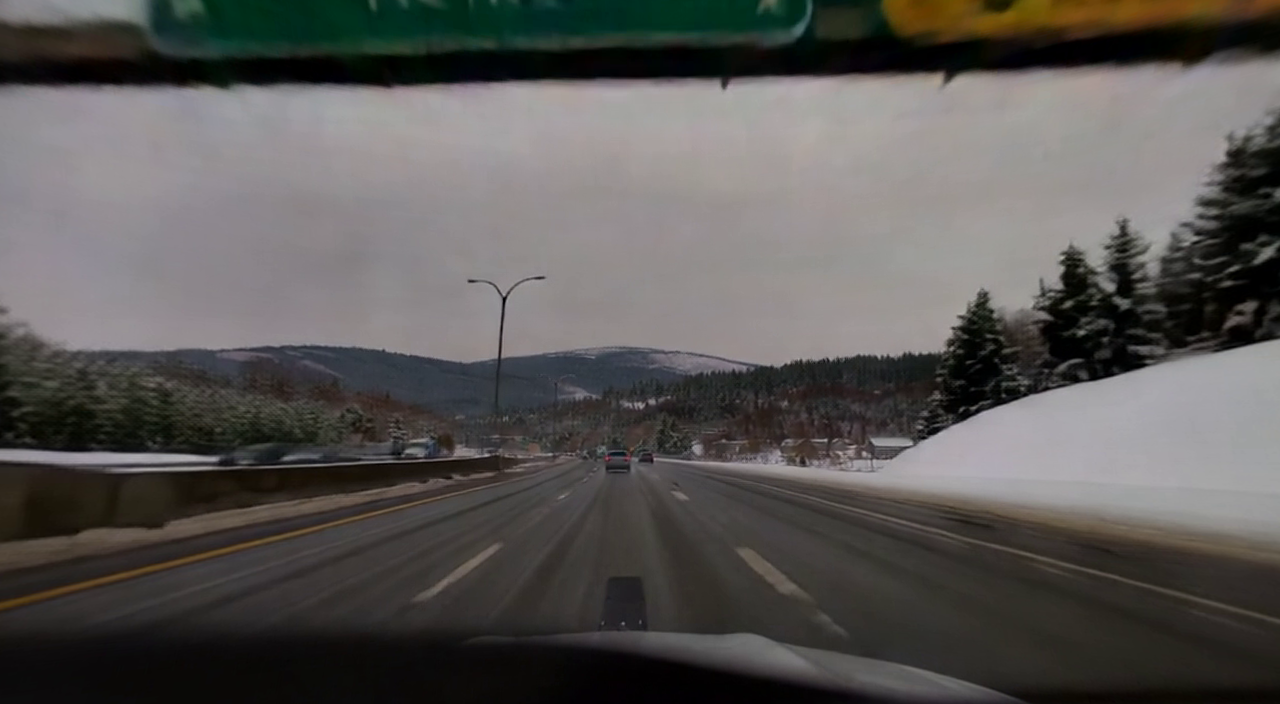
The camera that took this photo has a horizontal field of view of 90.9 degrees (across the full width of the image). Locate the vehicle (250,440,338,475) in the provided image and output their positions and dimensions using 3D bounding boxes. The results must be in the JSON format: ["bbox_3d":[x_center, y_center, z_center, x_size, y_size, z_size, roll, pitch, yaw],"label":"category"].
[{"bbox_3d":[-18.480,5.657,33.990,2.015,1.749,4.888,0,-9,-1],"label":"vehicle"}]

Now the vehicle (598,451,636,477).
[{"bbox_3d":[-1.395,6.847,38.697,2.193,1.497,4.337,0,-9,-2],"label":"vehicle"}]
